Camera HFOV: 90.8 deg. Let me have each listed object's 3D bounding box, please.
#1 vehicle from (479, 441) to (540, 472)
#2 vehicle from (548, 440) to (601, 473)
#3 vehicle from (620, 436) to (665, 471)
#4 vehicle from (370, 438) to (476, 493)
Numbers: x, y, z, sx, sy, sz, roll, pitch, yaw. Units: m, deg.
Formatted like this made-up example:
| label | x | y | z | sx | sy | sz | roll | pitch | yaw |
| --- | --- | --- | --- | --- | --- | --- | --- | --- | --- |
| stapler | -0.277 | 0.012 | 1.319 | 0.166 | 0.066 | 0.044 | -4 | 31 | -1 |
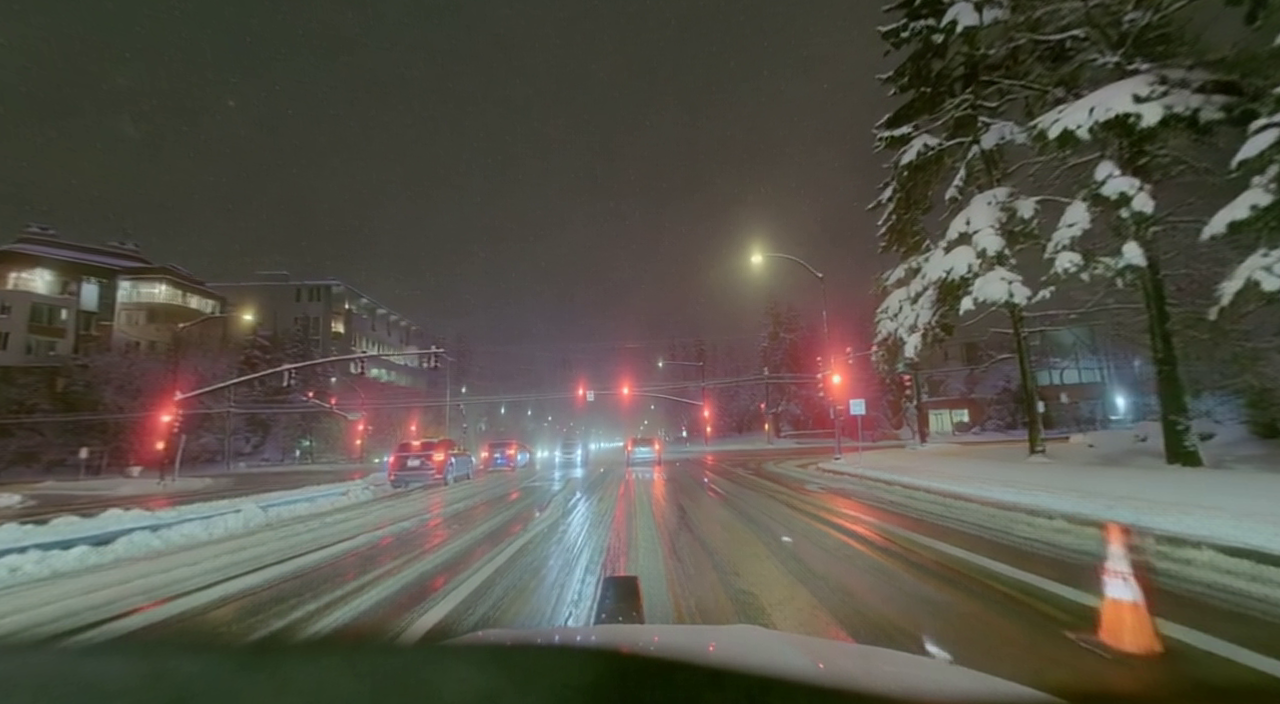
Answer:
| label | x | y | z | sx | sy | sz | roll | pitch | yaw |
| --- | --- | --- | --- | --- | --- | --- | --- | --- | --- |
| vehicle | -6.493 | 5.262 | 32.037 | 2.074 | 1.447 | 4.224 | 0 | -8 | 2 |
| vehicle | -2.961 | 4.828 | 29.407 | 1.946 | 1.437 | 4.154 | 0 | -8 | 1 |
| vehicle | 0.119 | 4.758 | 29.742 | 1.985 | 1.521 | 3.968 | 0 | -8 | 1 |
| vehicle | -6.749 | 3.554 | 20.161 | 1.869 | 1.570 | 4.064 | 0 | -8 | 1 |
